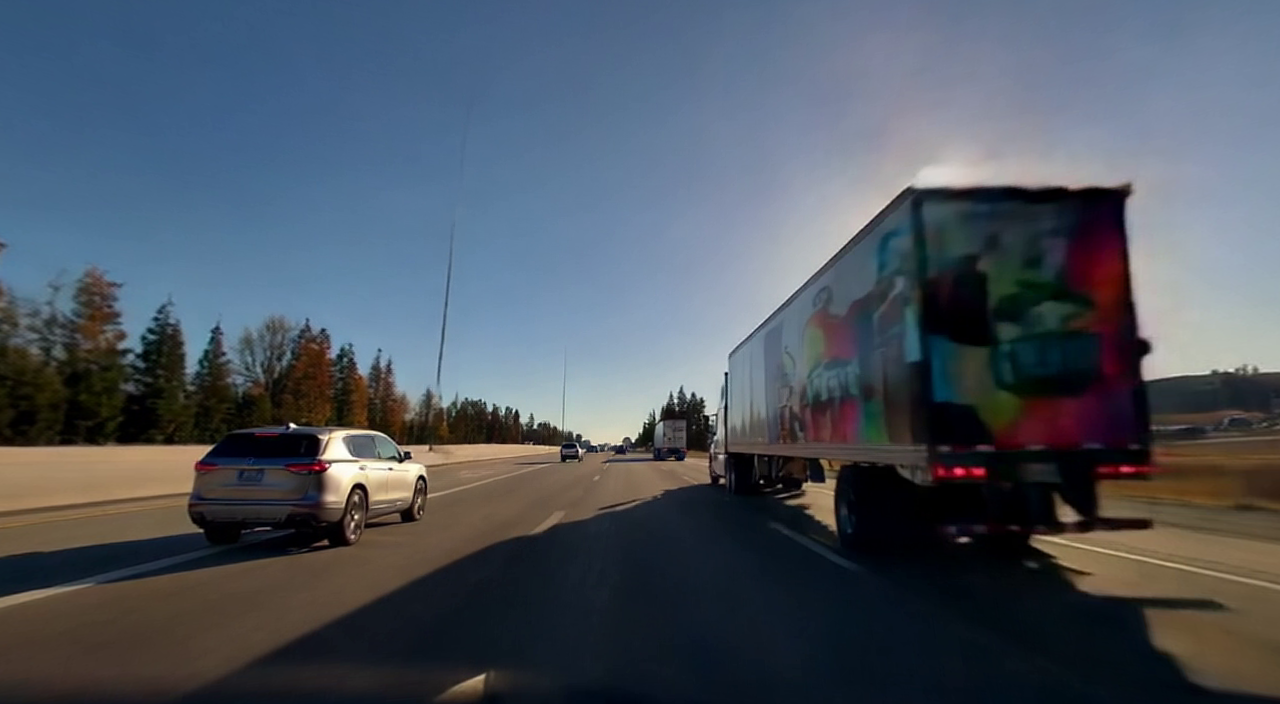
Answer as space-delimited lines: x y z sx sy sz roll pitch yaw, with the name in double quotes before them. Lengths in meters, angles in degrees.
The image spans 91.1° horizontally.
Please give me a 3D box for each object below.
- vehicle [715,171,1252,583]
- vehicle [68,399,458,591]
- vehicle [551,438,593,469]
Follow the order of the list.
"vehicle" 4.067 1.201 13.025 2.933 4.016 13.949 0 -9 -1
"vehicle" -4.164 1.676 8.198 2.202 1.760 4.617 0 -9 0
"vehicle" -4.039 6.142 38.182 2.139 1.716 4.530 0 -9 -1
